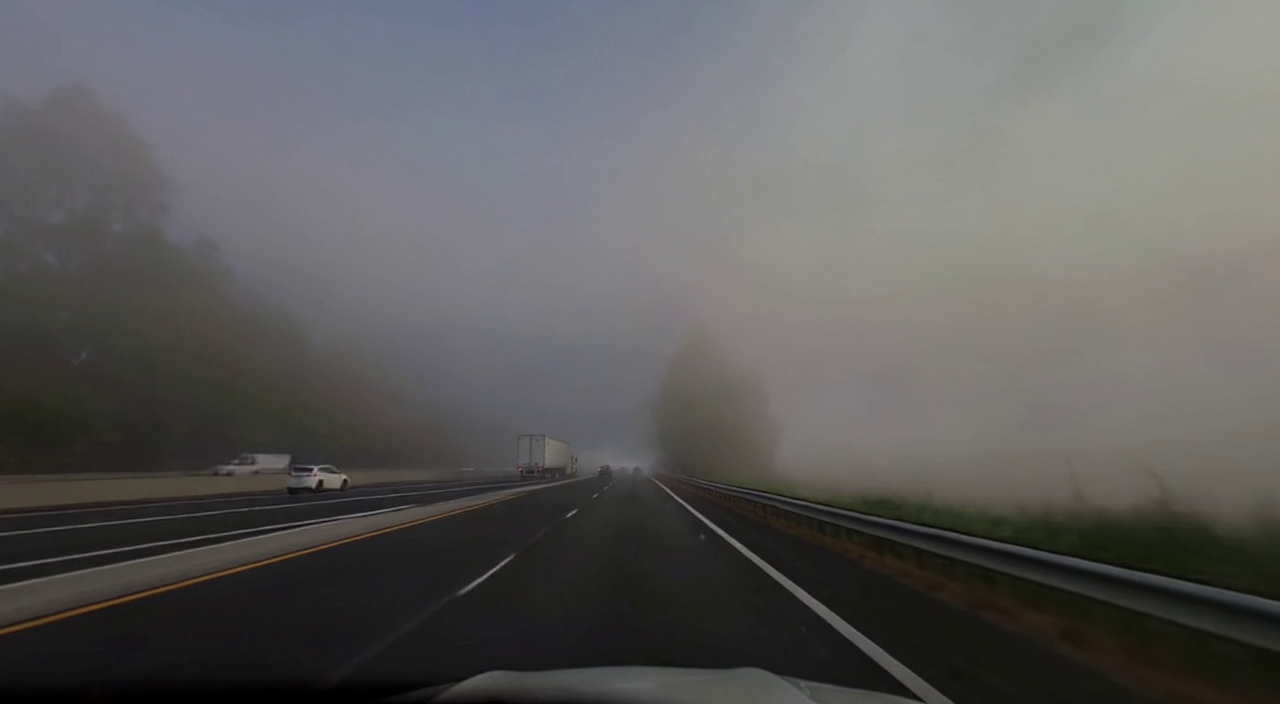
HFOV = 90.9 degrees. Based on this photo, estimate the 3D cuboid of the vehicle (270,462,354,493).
[{"bbox_3d":[-16.431,6.295,31.798,1.745,1.430,4.252,0,-10,3],"label":"vehicle"}]
